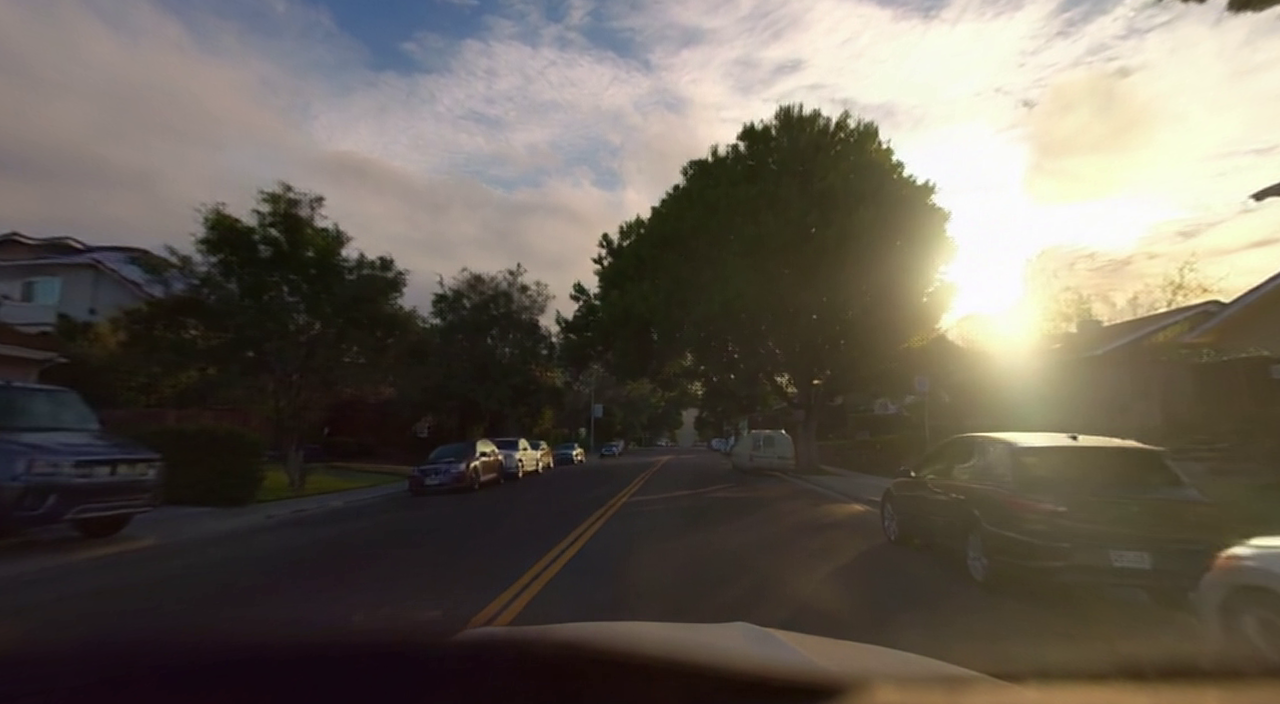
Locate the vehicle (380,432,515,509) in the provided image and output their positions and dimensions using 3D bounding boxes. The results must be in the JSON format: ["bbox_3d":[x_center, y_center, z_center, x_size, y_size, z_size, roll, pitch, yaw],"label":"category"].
[{"bbox_3d":[-4.915,3.033,16.836,1.901,1.472,4.676,-4,-5,3],"label":"vehicle"}]

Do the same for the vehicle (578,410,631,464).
[{"bbox_3d":[-2.468,6.318,47.006,2.896,3.648,8.004,-1,-8,5],"label":"vehicle"}]

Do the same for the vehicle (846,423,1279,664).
[{"bbox_3d":[3.611,1.509,6.337,1.916,1.484,4.638,-1,-8,6],"label":"vehicle"}]

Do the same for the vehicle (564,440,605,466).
[{"bbox_3d":[-3.304,6.098,38.233,1.921,1.470,4.068,-1,-8,3],"label":"vehicle"}]

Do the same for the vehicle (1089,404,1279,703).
[{"bbox_3d":[3.358,0.768,1.112,1.969,1.478,4.632,-1,-8,4],"label":"vehicle"}]

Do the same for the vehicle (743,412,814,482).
[{"bbox_3d":[5.473,3.813,25.558,2.215,2.542,4.550,-1,-8,6],"label":"vehicle"}]

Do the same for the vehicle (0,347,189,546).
[{"bbox_3d":[-9.851,1.290,8.846,5.210,2.370,2.336,0,-8,2],"label":"vehicle"}]
